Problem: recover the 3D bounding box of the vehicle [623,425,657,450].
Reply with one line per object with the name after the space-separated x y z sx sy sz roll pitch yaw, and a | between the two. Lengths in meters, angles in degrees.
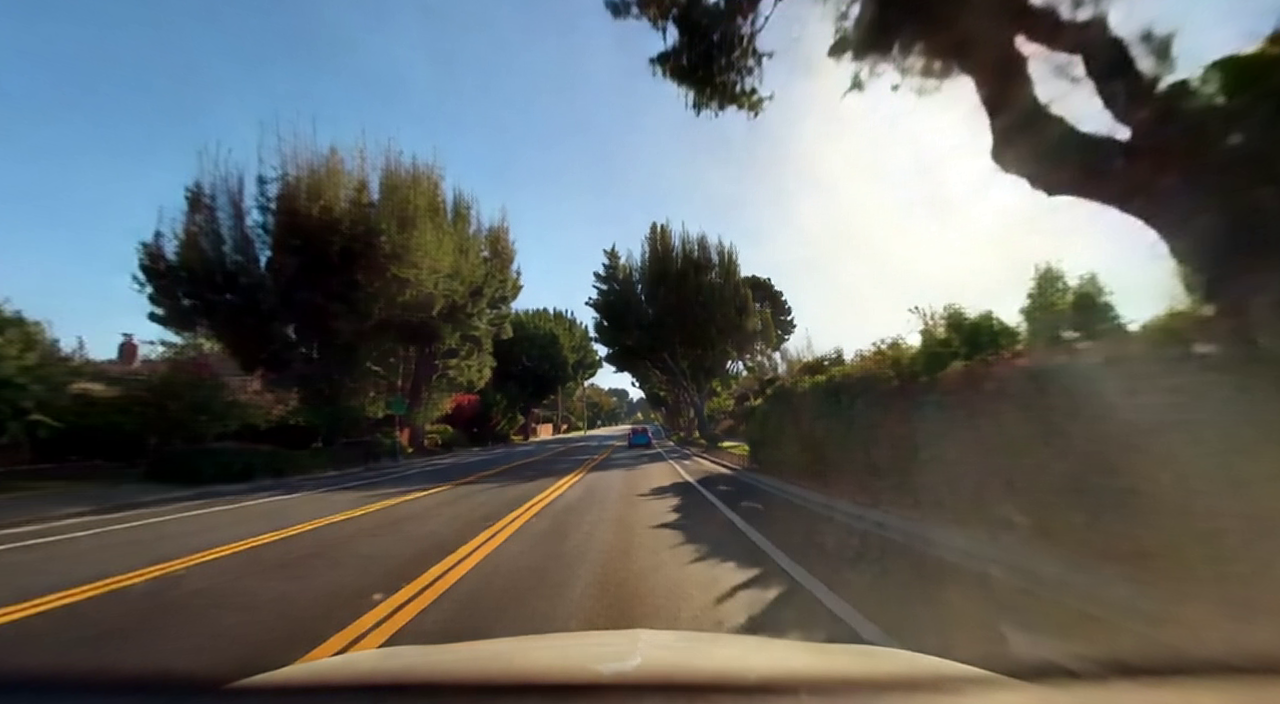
-0.009 5.380 39.927 2.067 1.486 3.861 0 -8 0 | vehicle
